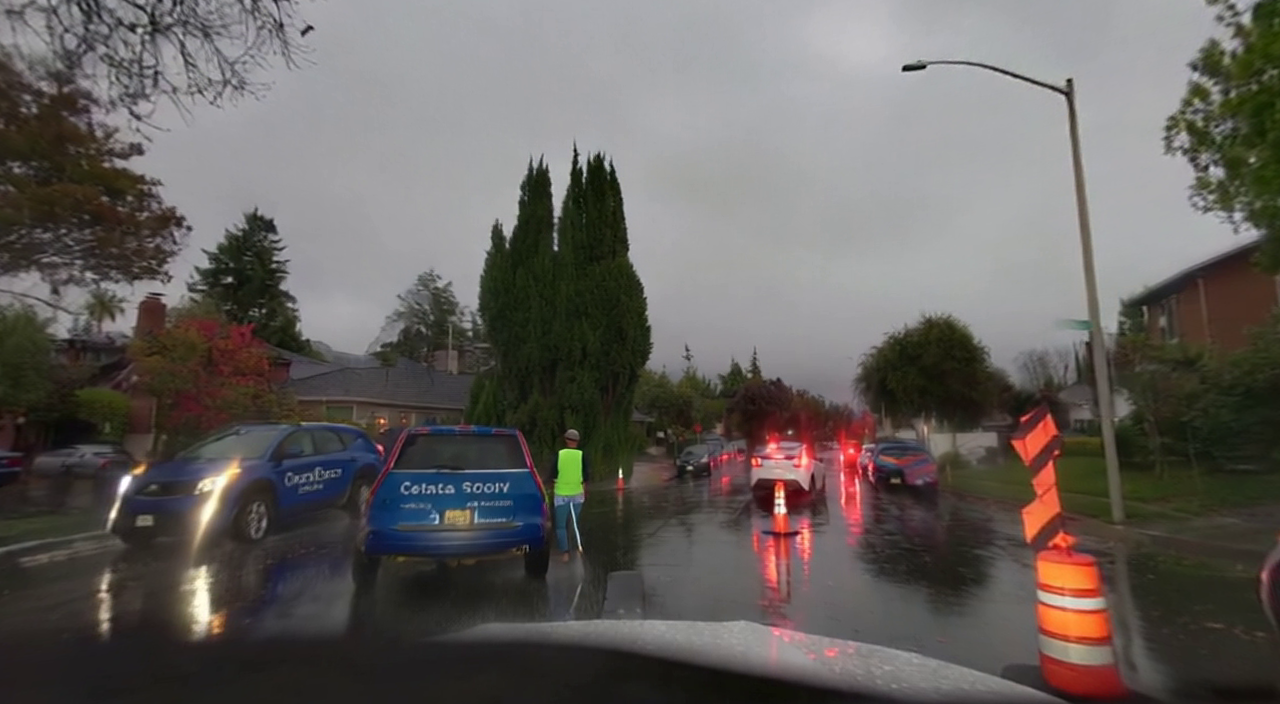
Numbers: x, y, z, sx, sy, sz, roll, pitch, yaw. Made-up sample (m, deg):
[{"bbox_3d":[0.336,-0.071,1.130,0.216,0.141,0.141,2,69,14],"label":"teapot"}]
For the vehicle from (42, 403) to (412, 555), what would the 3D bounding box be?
[{"bbox_3d":[-6.195,1.974,10.572,2.471,1.892,4.952,-1,-9,6],"label":"vehicle"}]

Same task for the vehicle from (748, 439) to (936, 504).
[{"bbox_3d":[5.659,3.288,17.885,4.656,1.577,2.099,2,-8,-18],"label":"vehicle"}]

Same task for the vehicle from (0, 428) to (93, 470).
[{"bbox_3d":[-29.907,4.755,31.023,1.908,1.898,4.120,-2,-9,11],"label":"vehicle"}]

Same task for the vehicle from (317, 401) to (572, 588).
[{"bbox_3d":[-2.300,1.668,8.235,2.350,1.748,4.094,2,-9,-12],"label":"vehicle"}]

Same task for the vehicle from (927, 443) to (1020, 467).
[{"bbox_3d":[22.207,6.846,42.247,5.066,1.534,1.905,-1,-9,9],"label":"vehicle"}]

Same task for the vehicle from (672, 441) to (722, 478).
[{"bbox_3d":[3.047,5.591,33.123,2.014,1.742,4.297,-2,-9,13],"label":"vehicle"}]
